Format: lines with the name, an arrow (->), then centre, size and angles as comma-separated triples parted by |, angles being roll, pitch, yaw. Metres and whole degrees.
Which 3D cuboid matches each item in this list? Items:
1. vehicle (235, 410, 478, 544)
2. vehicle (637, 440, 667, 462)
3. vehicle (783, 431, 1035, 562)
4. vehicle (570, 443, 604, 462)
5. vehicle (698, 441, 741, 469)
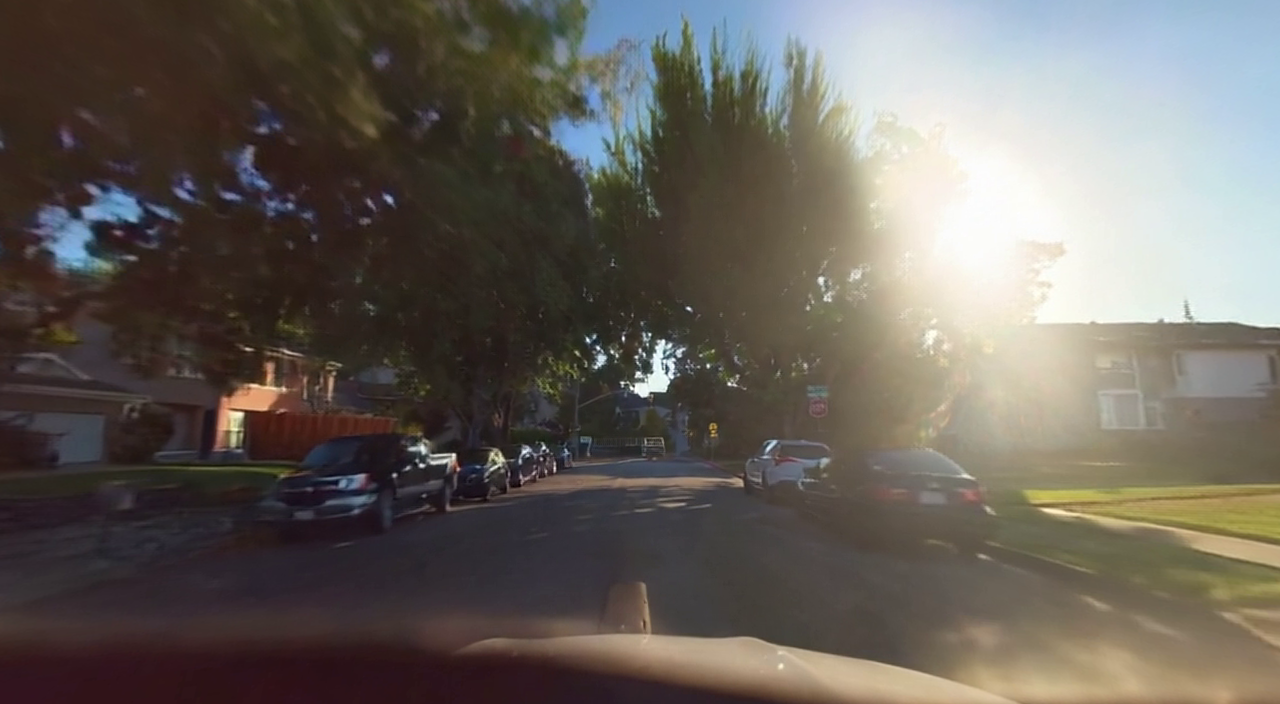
vehicle -> -4.721, 2.148, 11.519 | 2.162, 1.857, 4.758 | 2, -8, 0
vehicle -> 0.878, 7.148, 45.263 | 2.010, 1.499, 4.107 | 0, -9, 1
vehicle -> 3.711, 2.055, 9.798 | 1.987, 1.518, 4.686 | 0, -8, 2
vehicle -> -4.077, 7.834, 49.026 | 1.999, 1.441, 4.628 | -1, -8, 4
vehicle -> 4.461, 5.843, 35.703 | 1.876, 1.477, 4.324 | 0, -8, 0
